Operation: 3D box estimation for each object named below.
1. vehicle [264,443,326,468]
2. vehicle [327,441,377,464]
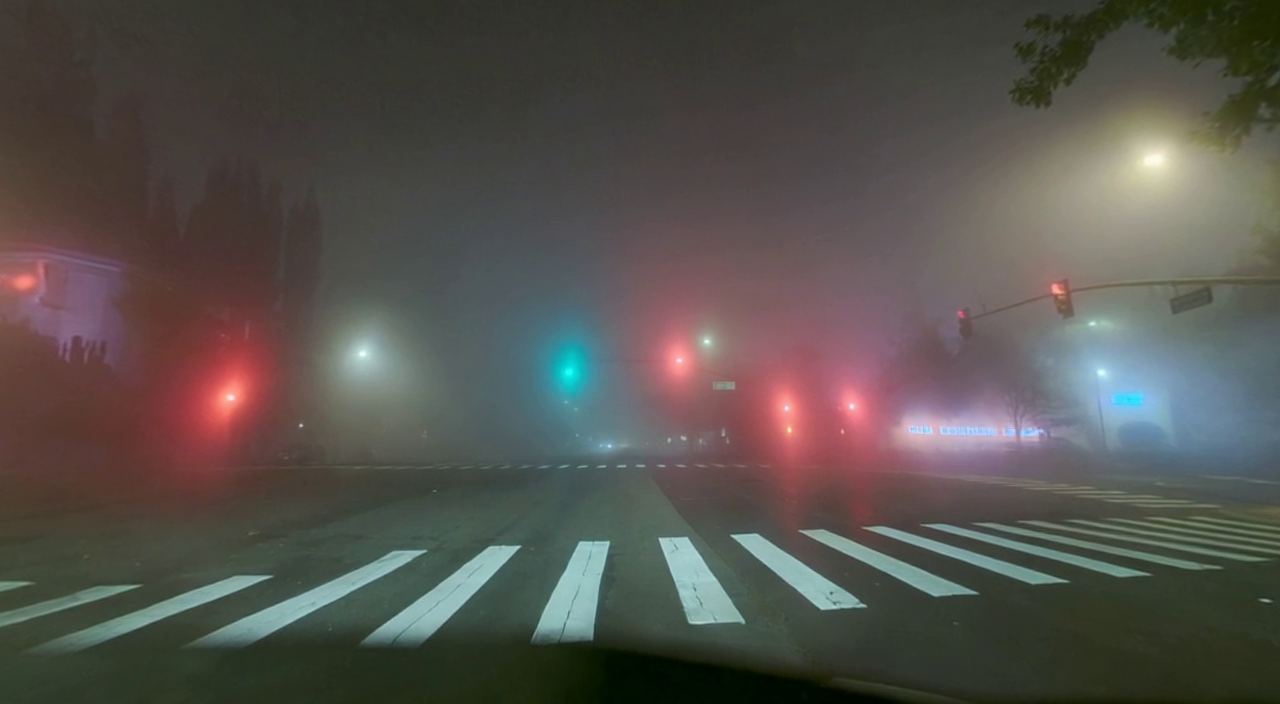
[{"bbox_3d":[-21.855,6.558,40.157,2.005,1.496,4.020,1,-9,-6],"label":"vehicle"},{"bbox_3d":[-22.525,7.901,49.614,2.023,1.706,4.756,1,-9,-6],"label":"vehicle"}]
